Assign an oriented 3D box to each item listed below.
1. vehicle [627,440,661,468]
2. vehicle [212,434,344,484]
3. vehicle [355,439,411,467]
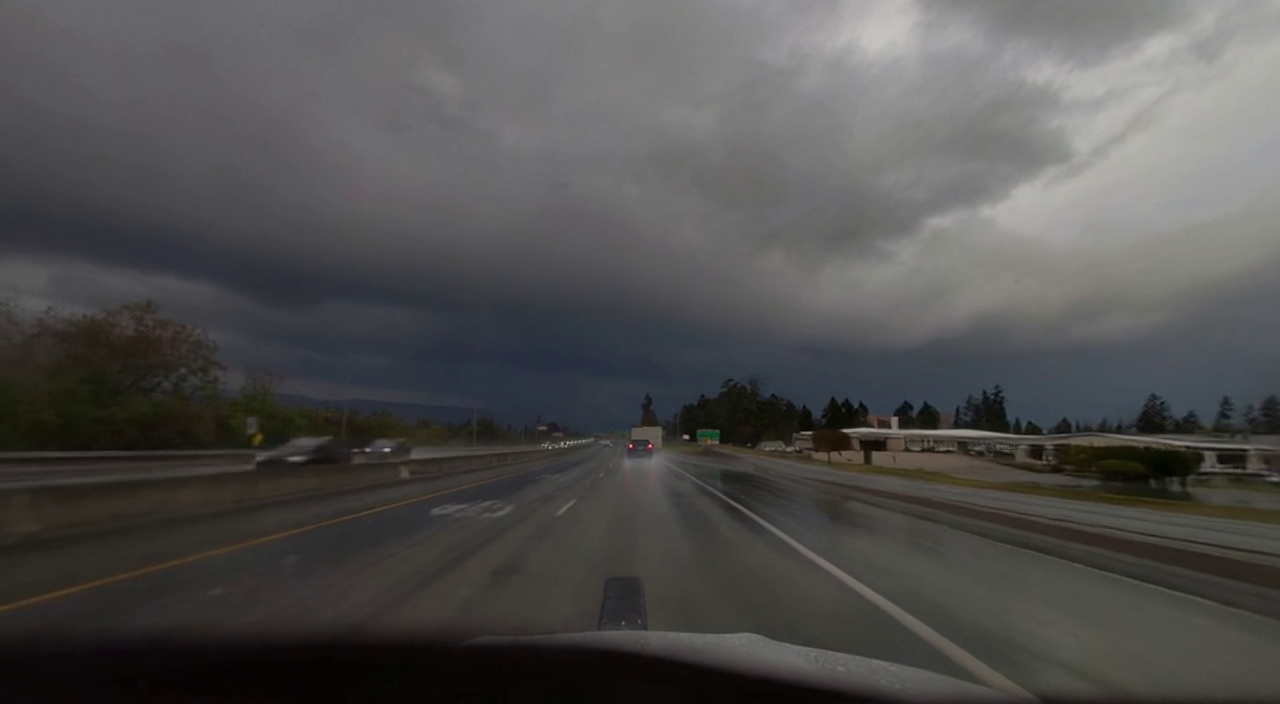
[{"bbox_3d":[0.221,6.594,40.696,2.029,1.666,4.064,0,-8,-2],"label":"vehicle"},{"bbox_3d":[-13.535,4.007,23.891,2.175,1.683,4.737,0,-8,0],"label":"vehicle"},{"bbox_3d":[-18.336,7.202,45.104,2.038,1.858,4.819,0,-8,-1],"label":"vehicle"}]
